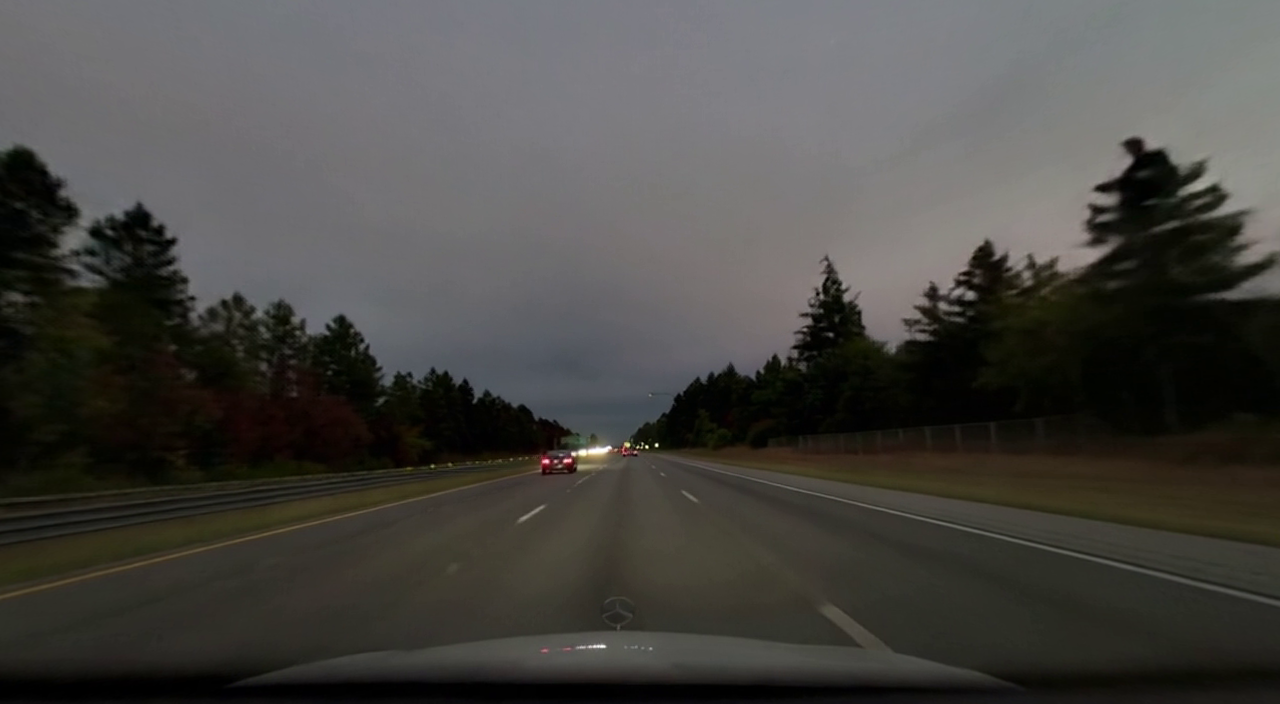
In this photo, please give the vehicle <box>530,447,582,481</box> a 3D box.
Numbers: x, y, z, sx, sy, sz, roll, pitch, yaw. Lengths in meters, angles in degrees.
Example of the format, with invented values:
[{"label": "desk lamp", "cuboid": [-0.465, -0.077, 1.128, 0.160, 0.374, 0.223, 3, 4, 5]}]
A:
[{"label": "vehicle", "cuboid": [-3.982, 5.352, 30.348, 1.970, 1.492, 3.944, 0, -9, 0]}]
